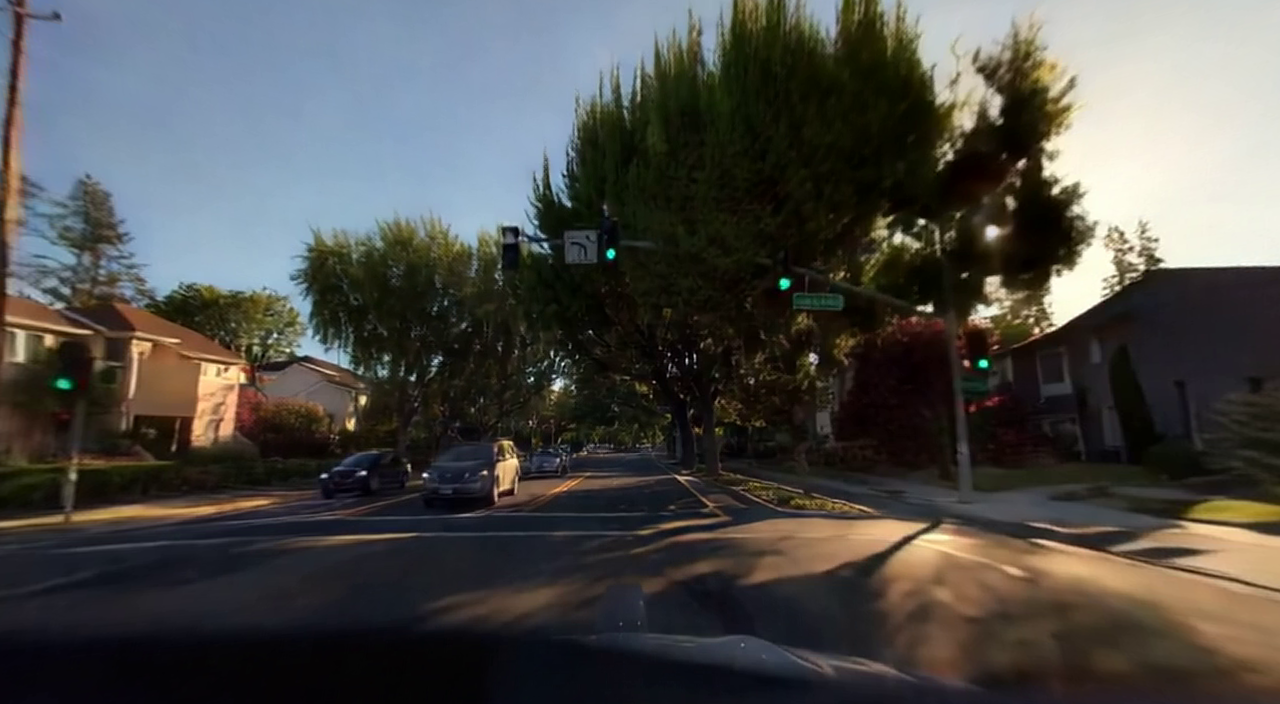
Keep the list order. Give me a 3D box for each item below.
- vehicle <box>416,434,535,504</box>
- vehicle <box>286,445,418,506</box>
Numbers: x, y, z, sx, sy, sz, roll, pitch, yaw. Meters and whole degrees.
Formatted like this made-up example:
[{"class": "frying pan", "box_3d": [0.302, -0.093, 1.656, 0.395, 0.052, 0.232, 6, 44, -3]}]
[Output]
[{"class": "vehicle", "box_3d": [-4.490, 3.260, 18.058, 2.095, 1.731, 4.462, 0, -8, 1]}, {"class": "vehicle", "box_3d": [-8.401, 3.602, 18.925, 1.925, 1.615, 4.085, 0, -8, 2]}]
